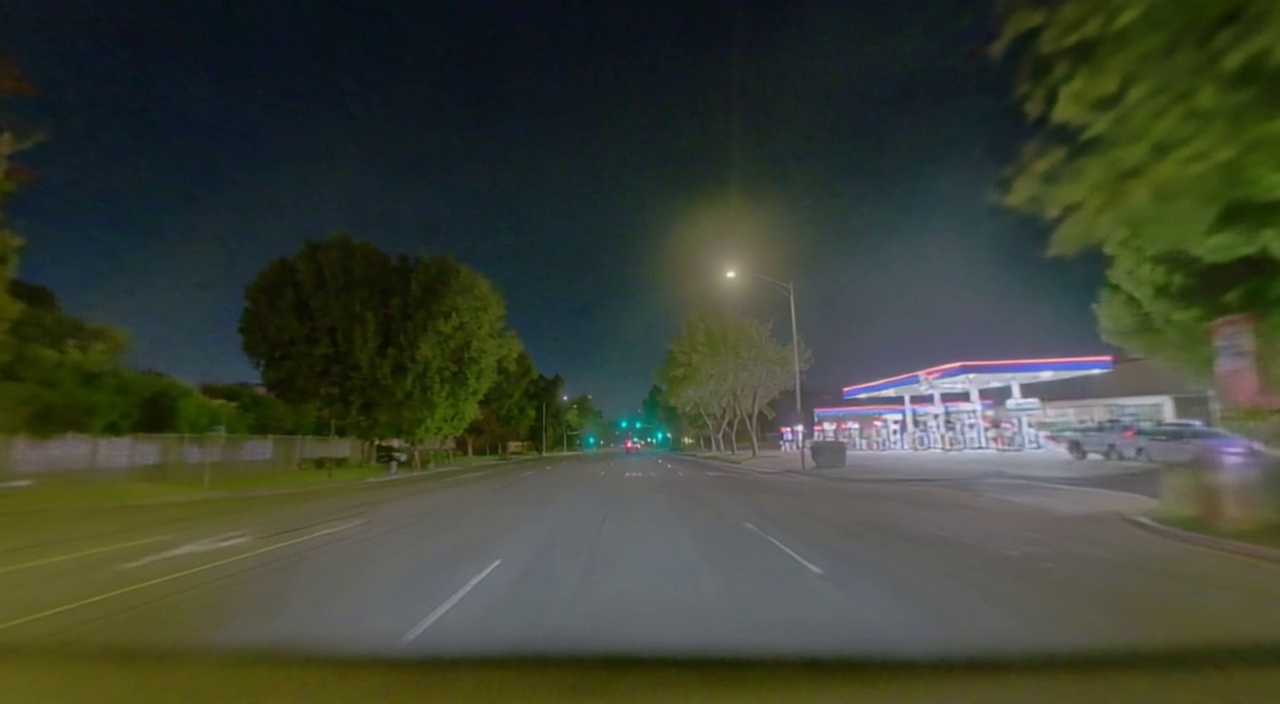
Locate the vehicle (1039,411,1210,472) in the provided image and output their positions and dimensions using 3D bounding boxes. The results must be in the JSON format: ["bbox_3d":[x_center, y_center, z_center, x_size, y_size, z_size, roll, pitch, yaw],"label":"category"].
[{"bbox_3d":[17.366,3.231,23.093,2.314,1.921,5.069,-1,-7,2],"label":"vehicle"}]
